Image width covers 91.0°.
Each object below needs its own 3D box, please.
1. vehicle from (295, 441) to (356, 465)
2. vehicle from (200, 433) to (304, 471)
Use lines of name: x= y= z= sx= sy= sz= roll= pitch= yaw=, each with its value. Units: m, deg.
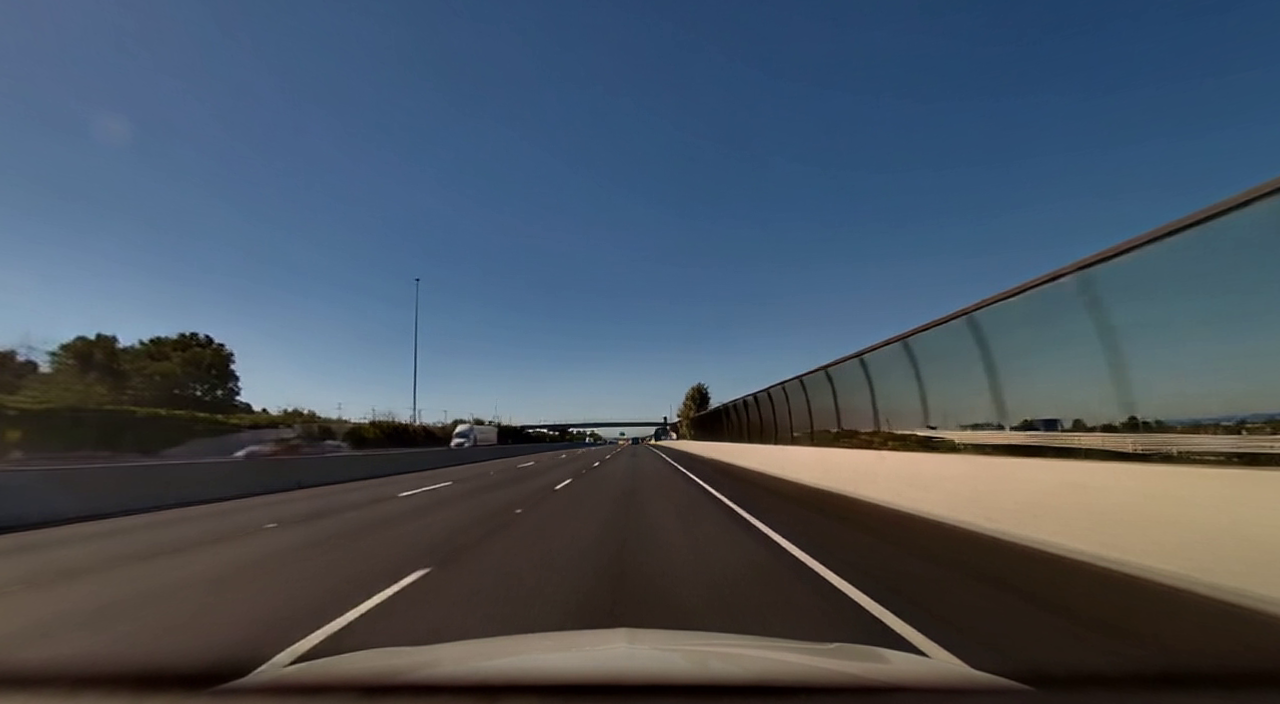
vehicle: x=-21.799 y=6.994 z=43.781 sx=1.896 sy=1.529 sz=4.416 roll=0 pitch=-8 yaw=1
vehicle: x=-16.501 y=4.263 z=27.032 sx=1.858 sy=1.489 sz=4.072 roll=0 pitch=-8 yaw=0
